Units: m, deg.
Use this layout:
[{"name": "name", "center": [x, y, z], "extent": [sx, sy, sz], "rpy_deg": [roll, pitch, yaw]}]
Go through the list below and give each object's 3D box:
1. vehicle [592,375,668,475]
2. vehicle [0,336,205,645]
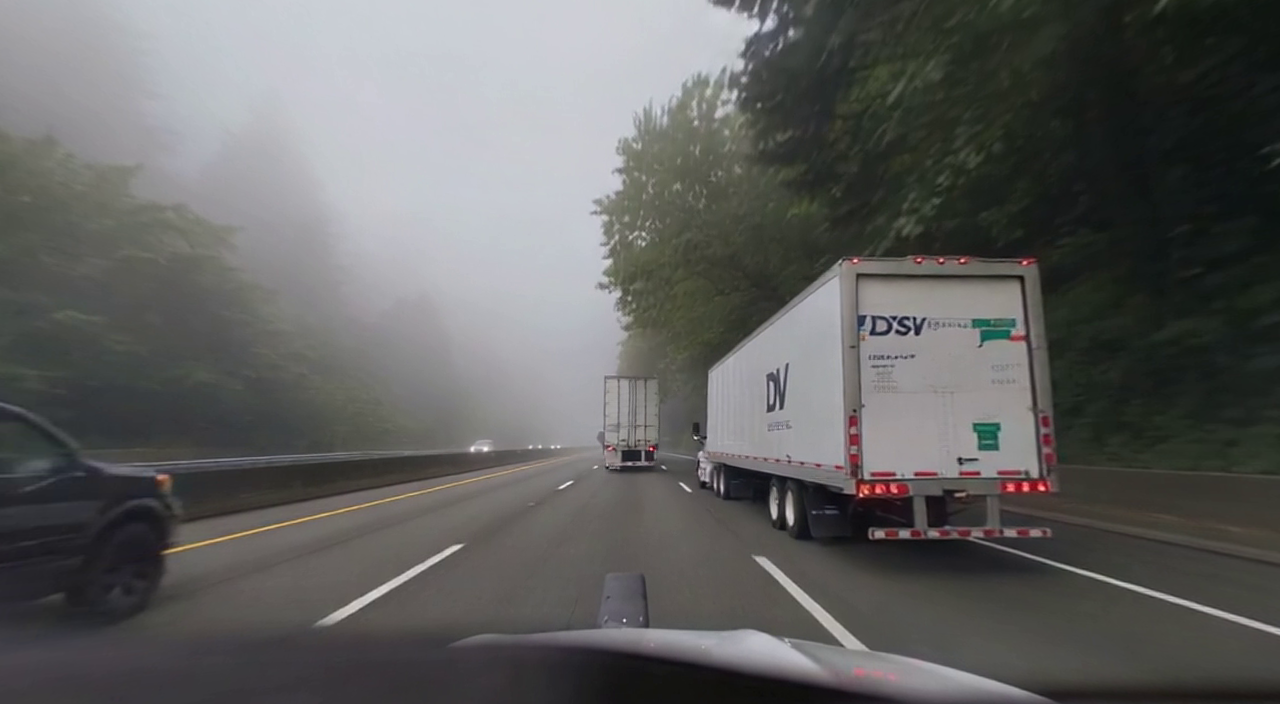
[{"name": "vehicle", "center": [-0.542, 3.620, 30.083], "extent": [2.969, 3.957, 10.270], "rpy_deg": [0, -8, -2]}, {"name": "vehicle", "center": [-4.777, 0.714, 3.023], "extent": [2.086, 1.778, 4.544], "rpy_deg": [0, -8, 0]}]
